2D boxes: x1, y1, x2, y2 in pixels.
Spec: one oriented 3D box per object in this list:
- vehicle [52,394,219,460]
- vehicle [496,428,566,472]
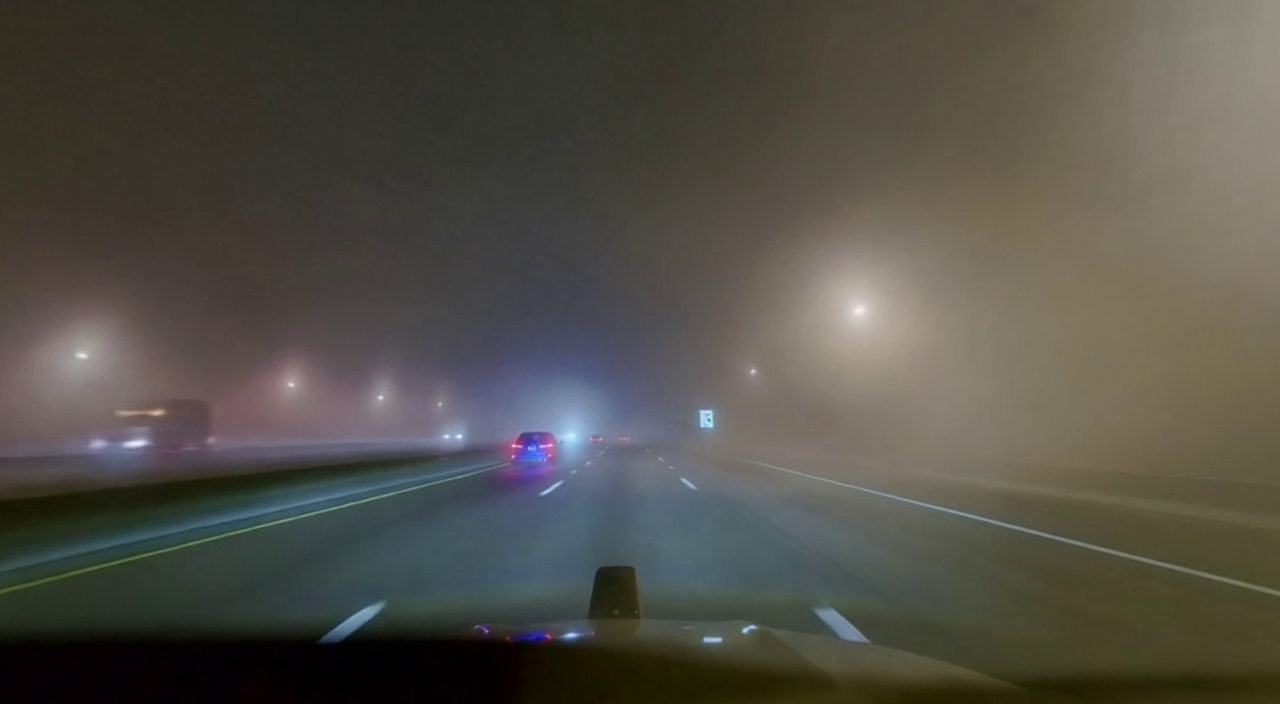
[{"bbox_3d":[-24.087,3.689,30.685,2.554,2.856,6.856,0,-8,-2],"label":"vehicle"},{"bbox_3d":[-4.223,3.859,25.087,2.062,1.591,4.156,0,-8,0],"label":"vehicle"}]
